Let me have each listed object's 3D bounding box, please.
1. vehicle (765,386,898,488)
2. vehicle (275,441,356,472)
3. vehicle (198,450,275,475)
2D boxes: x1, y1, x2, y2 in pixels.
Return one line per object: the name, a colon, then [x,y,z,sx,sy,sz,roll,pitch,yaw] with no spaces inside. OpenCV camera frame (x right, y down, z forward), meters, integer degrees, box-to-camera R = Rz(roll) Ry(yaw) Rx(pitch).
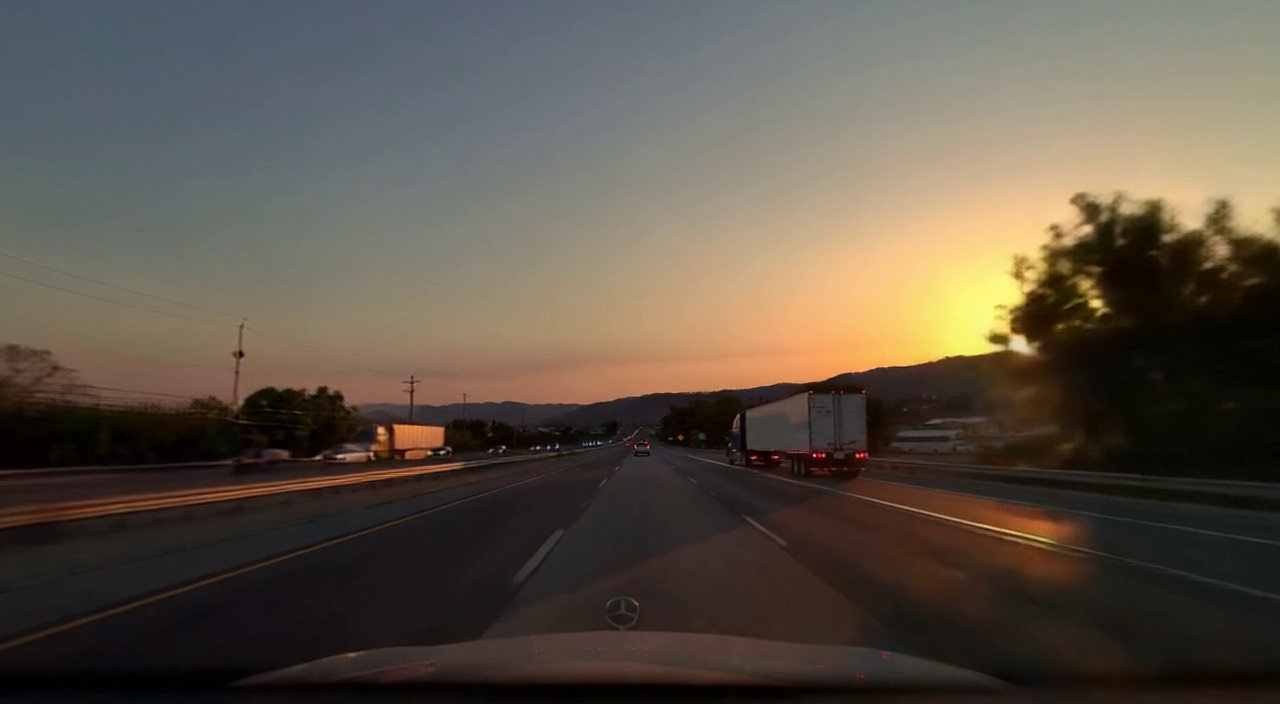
vehicle: [6.845,3.264,24.044,2.793,3.204,7.997,0,-8,2]
vehicle: [-21.700,6.985,42.561,2.260,1.879,5.773,0,-8,1]
vehicle: [-25.597,7.012,40.275,1.857,1.478,4.545,0,-8,1]
